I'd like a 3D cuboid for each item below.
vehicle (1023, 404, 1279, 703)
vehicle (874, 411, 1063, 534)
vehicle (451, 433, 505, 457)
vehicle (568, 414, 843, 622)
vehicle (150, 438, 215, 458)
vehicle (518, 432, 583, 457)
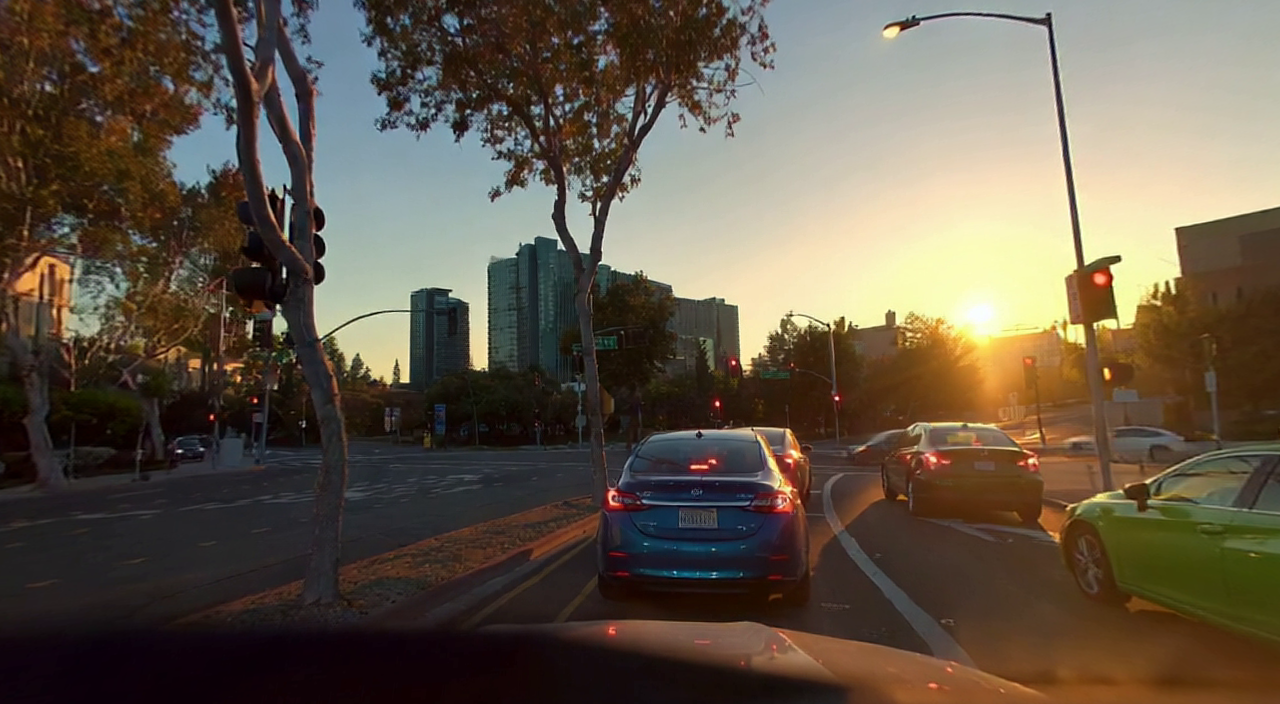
[{"bbox_3d":[4.243,1.058,3.371,1.954,1.508,4.441,-1,-8,6],"label":"vehicle"},{"bbox_3d":[5.538,2.045,11.289,2.102,1.717,4.373,-2,-9,16],"label":"vehicle"},{"bbox_3d":[-12.474,7.119,48.192,1.972,1.705,4.457,8,-11,-44],"label":"vehicle"},{"bbox_3d":[0.850,1.499,6.693,2.052,1.483,3.928,-2,-8,12],"label":"vehicle"},{"bbox_3d":[-35.404,7.433,48.629,1.652,1.433,3.733,-7,-11,40],"label":"vehicle"},{"bbox_3d":[-5.973,6.107,41.553,1.932,1.573,4.509,8,-12,-44],"label":"vehicle"}]
